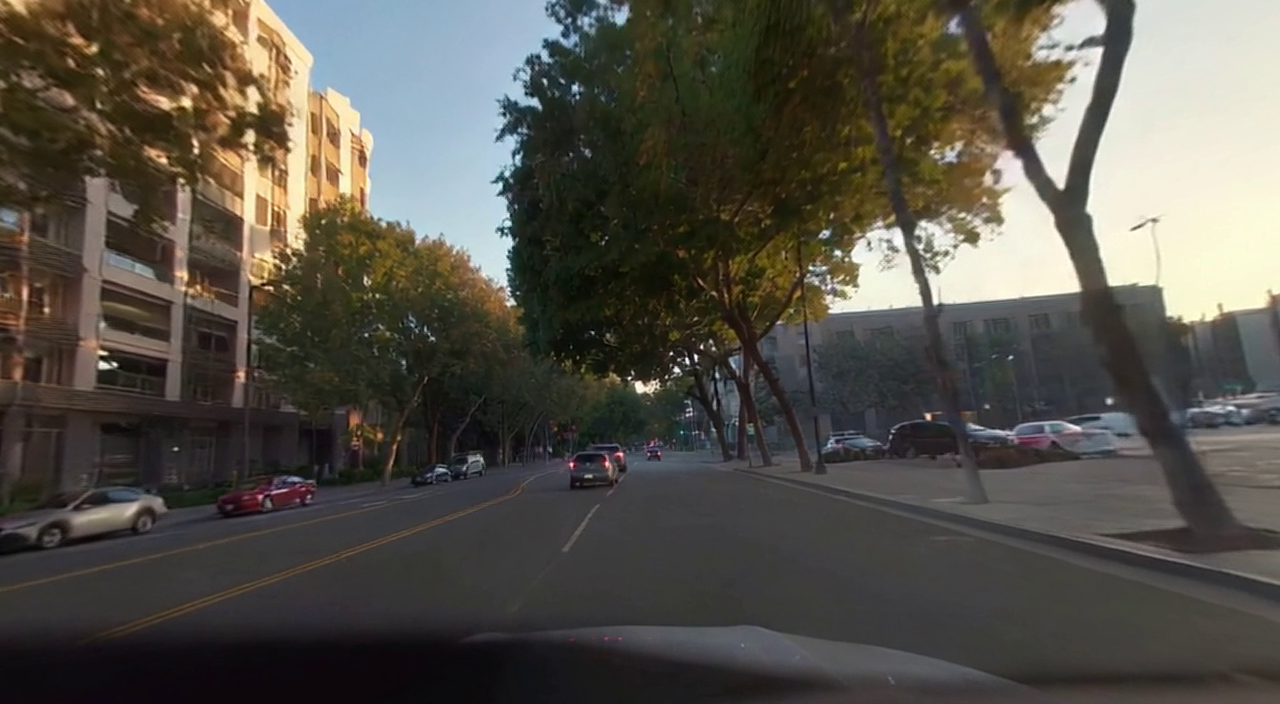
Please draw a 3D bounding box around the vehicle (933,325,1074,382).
[{"bbox_3d":[12.873,0.087,22.572,3.826,1.601,1.807,-3,-8,-2],"label":"vehicle"}]

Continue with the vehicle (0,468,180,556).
[{"bbox_3d":[-15.300,4.237,17.181,2.079,1.847,4.592,-4,-9,2],"label":"vehicle"}]

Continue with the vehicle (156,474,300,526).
[{"bbox_3d":[-14.858,5.345,23.180,2.021,1.438,4.616,-2,-9,3],"label":"vehicle"}]

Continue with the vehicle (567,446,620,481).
[{"bbox_3d":[-2.061,5.083,29.021,2.051,1.454,4.132,0,-8,1],"label":"vehicle"}]

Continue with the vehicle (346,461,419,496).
[{"bbox_3d":[-14.295,7.014,35.341,1.984,1.635,4.525,-3,-9,3],"label":"vehicle"}]

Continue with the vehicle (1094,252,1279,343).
[{"bbox_3d":[12.921,-1.210,14.337,3.766,1.593,1.771,-2,-9,-2],"label":"vehicle"}]

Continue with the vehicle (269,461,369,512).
[{"bbox_3d":[-14.807,6.182,29.491,1.917,1.775,5.018,-9,-9,0],"label":"vehicle"}]

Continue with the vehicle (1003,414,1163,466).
[{"bbox_3d":[13.452,2.667,19.356,3.527,1.496,1.836,0,-7,-2],"label":"vehicle"}]

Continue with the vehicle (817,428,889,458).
[{"bbox_3d":[12.878,5.524,38.347,3.556,1.414,1.851,-5,-7,-3],"label":"vehicle"}]

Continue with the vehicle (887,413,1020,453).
[{"bbox_3d":[13.572,3.575,27.623,4.619,1.626,2.121,-1,-9,5],"label":"vehicle"}]

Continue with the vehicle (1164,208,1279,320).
[{"bbox_3d":[12.317,-1.572,11.521,3.827,1.556,1.730,-1,-10,2],"label":"vehicle"}]
